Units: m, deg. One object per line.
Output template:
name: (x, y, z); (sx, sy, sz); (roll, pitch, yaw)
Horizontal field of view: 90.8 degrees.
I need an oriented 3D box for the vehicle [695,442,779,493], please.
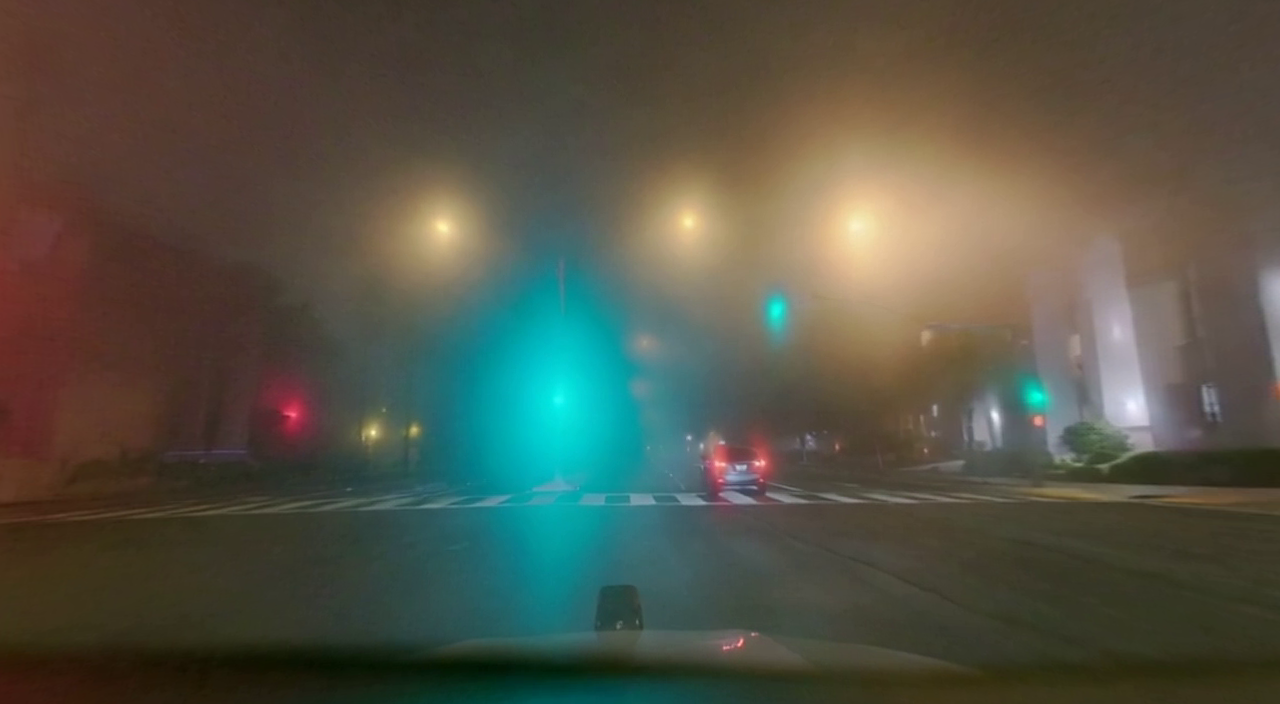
vehicle: (3.026, 3.695, 20.608); (1.964, 1.448, 4.295); (0, -9, -1)
